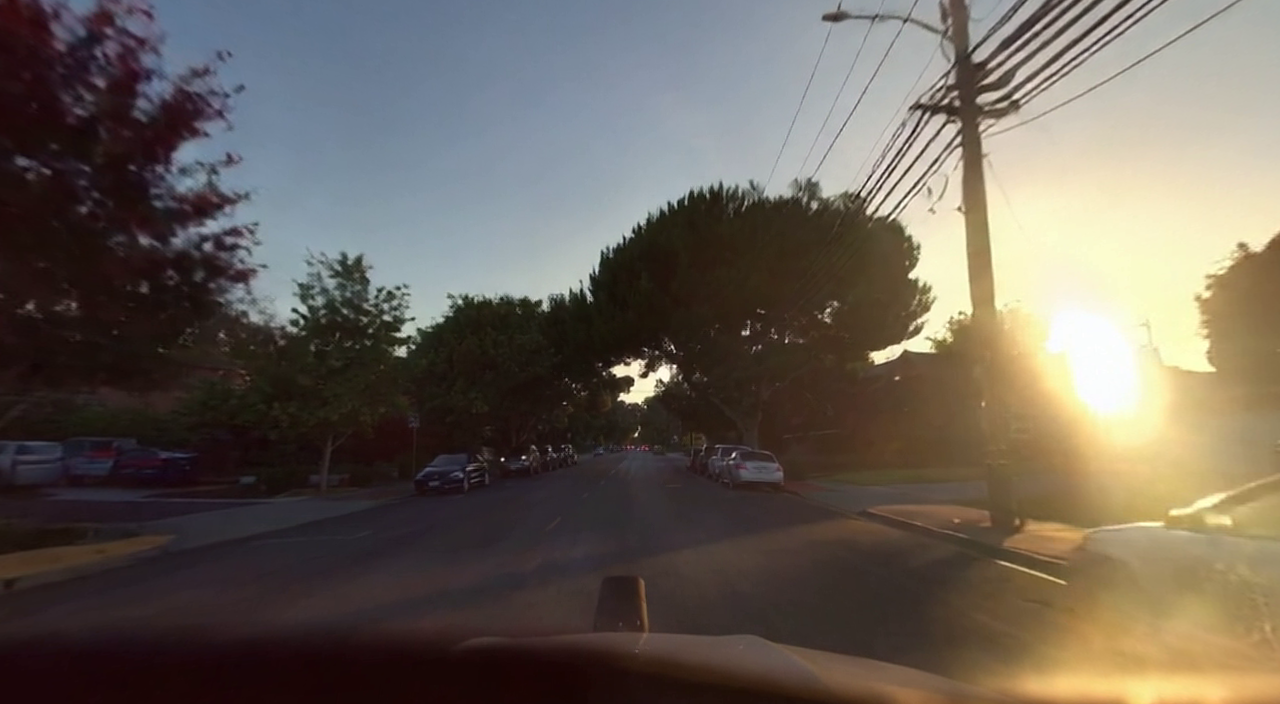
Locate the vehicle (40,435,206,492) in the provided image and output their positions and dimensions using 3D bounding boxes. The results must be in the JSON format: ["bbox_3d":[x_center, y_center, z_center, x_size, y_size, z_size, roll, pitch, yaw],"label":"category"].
[{"bbox_3d":[-17.830,3.869,22.152,1.925,1.750,4.489,0,-9,1],"label":"vehicle"}]

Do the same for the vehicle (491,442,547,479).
[{"bbox_3d":[-6.324,5.731,33.636,2.031,1.799,4.587,0,-9,0],"label":"vehicle"}]

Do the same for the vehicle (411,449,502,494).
[{"bbox_3d":[-6.472,4.257,22.879,2.031,1.454,4.410,0,-9,-1],"label":"vehicle"}]

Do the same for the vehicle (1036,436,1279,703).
[{"bbox_3d":[3.778,1.037,2.417,1.782,1.439,4.037,0,-9,-2],"label":"vehicle"}]

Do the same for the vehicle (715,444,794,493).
[{"bbox_3d":[3.658,3.802,20.945,1.763,1.432,4.323,0,-9,-1],"label":"vehicle"}]
